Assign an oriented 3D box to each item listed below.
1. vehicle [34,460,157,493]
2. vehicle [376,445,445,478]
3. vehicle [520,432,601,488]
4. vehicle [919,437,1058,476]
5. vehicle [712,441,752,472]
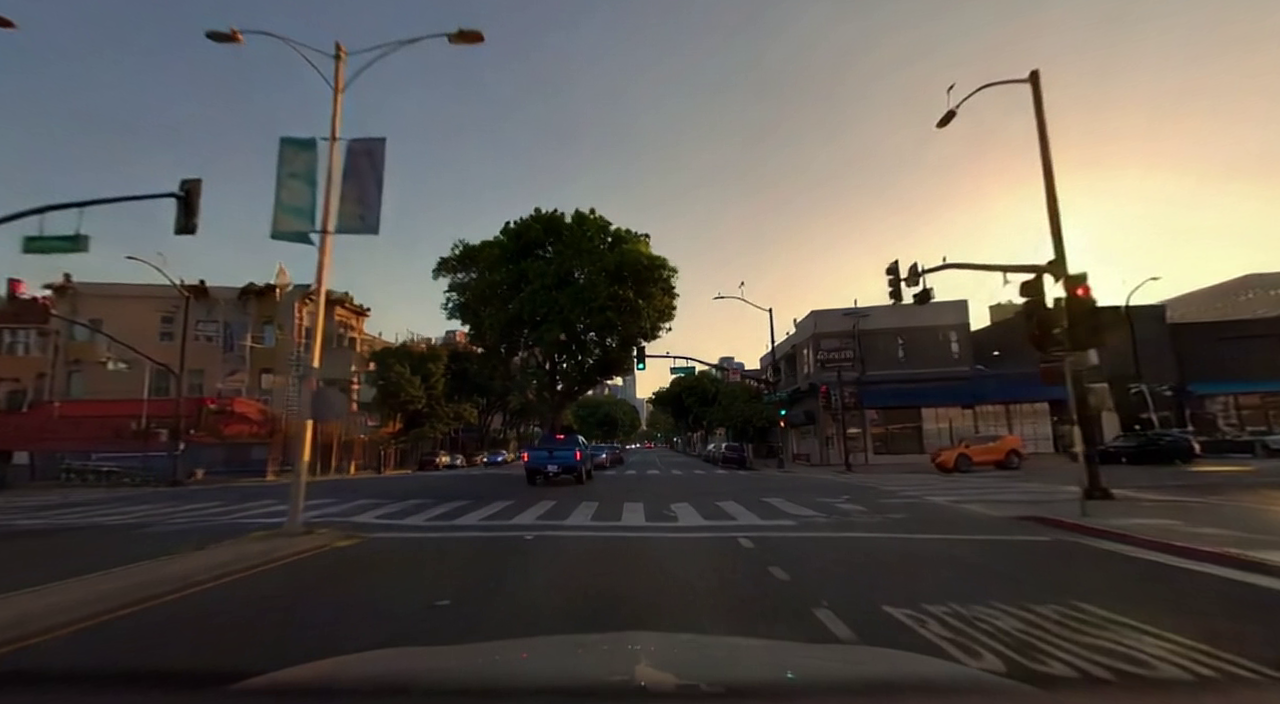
[{"bbox_3d":[-24.469,5.598,28.424,3.897,1.388,1.671,0,-9,-1],"label":"vehicle"},{"bbox_3d":[-16.110,7.674,44.659,2.339,1.962,6.260,-3,-8,2],"label":"vehicle"},{"bbox_3d":[-2.728,3.900,23.045,2.197,1.786,5.365,0,-9,1],"label":"vehicle"},{"bbox_3d":[13.980,4.198,25.497,4.447,1.484,1.928,-1,-9,2],"label":"vehicle"},{"bbox_3d":[5.966,6.839,41.442,2.001,1.861,4.536,0,-9,1],"label":"vehicle"}]
